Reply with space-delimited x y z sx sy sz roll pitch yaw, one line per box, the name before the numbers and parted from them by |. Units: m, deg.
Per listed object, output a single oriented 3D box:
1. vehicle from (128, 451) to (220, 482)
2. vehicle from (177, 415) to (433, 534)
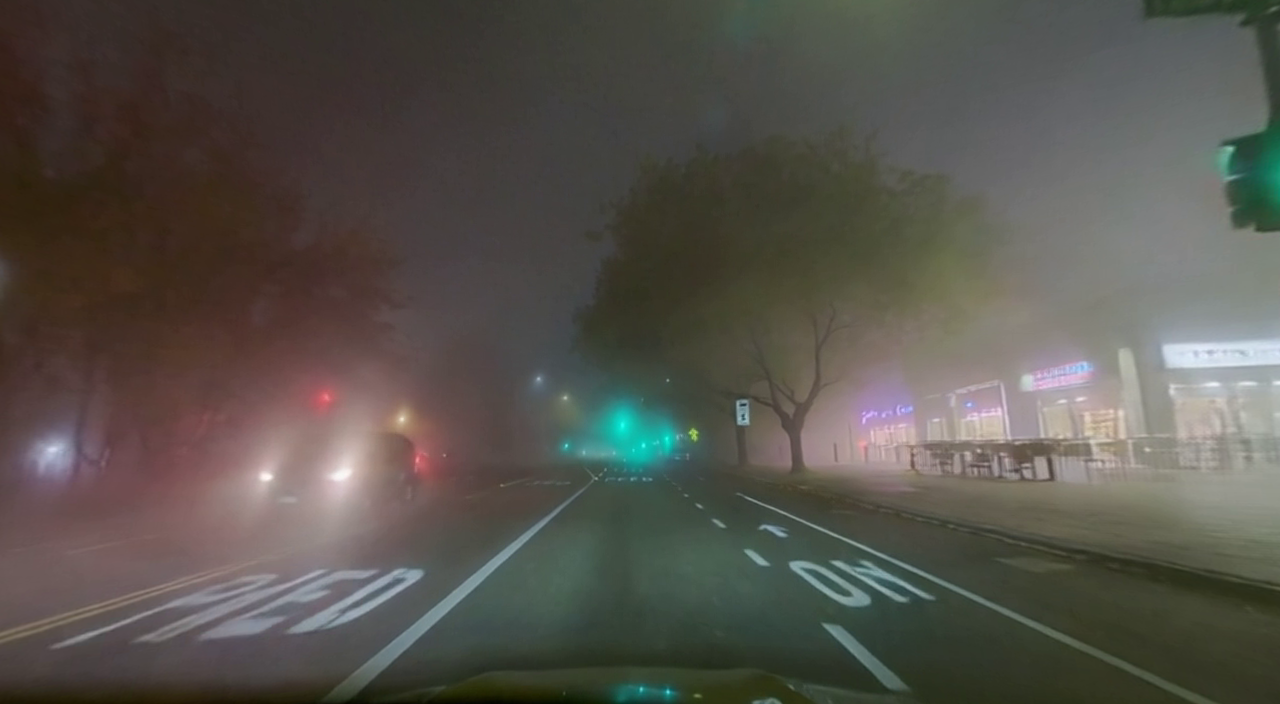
vehicle | -22.875 5.617 31.177 1.739 1.373 3.759 0 -9 -1
vehicle | -6.409 2.404 13.110 2.545 1.943 5.168 0 -8 -1
